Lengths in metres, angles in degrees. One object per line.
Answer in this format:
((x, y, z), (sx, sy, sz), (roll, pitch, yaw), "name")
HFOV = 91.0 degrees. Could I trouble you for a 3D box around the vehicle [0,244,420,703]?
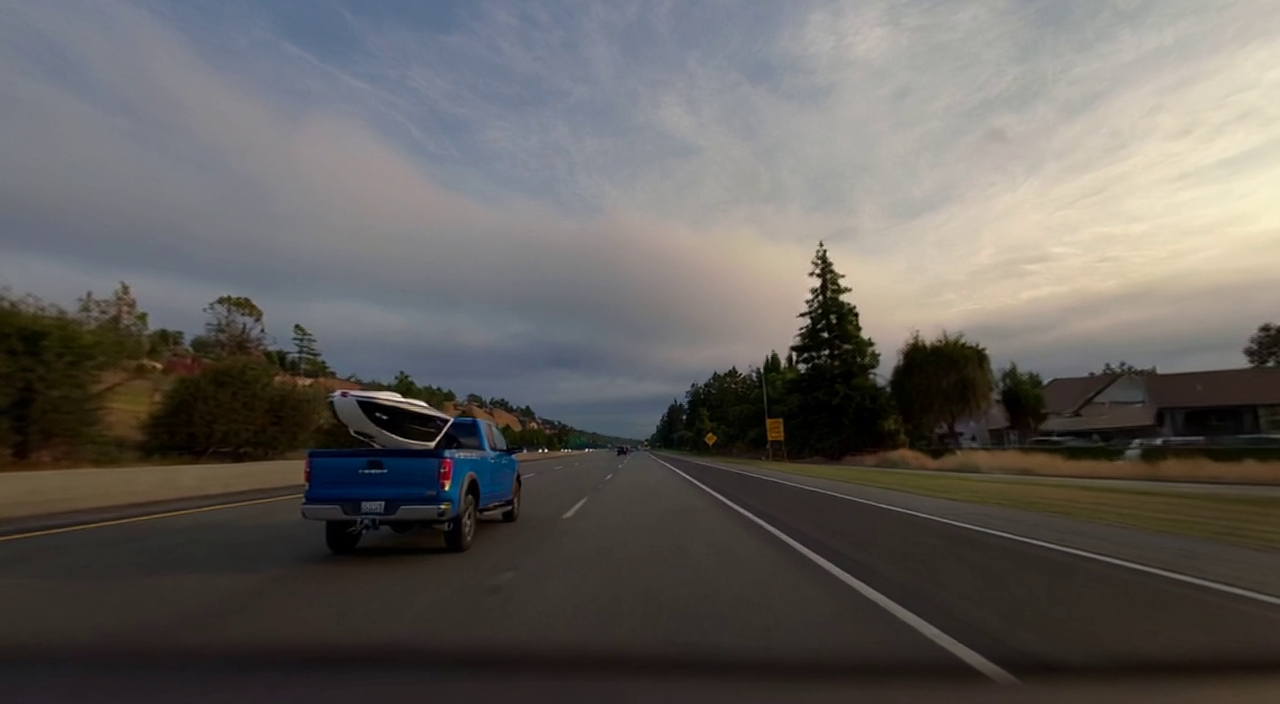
((-2.827, 0.750, 2.434), (1.919, 1.935, 5.609), (0, -8, 0), "vehicle")
